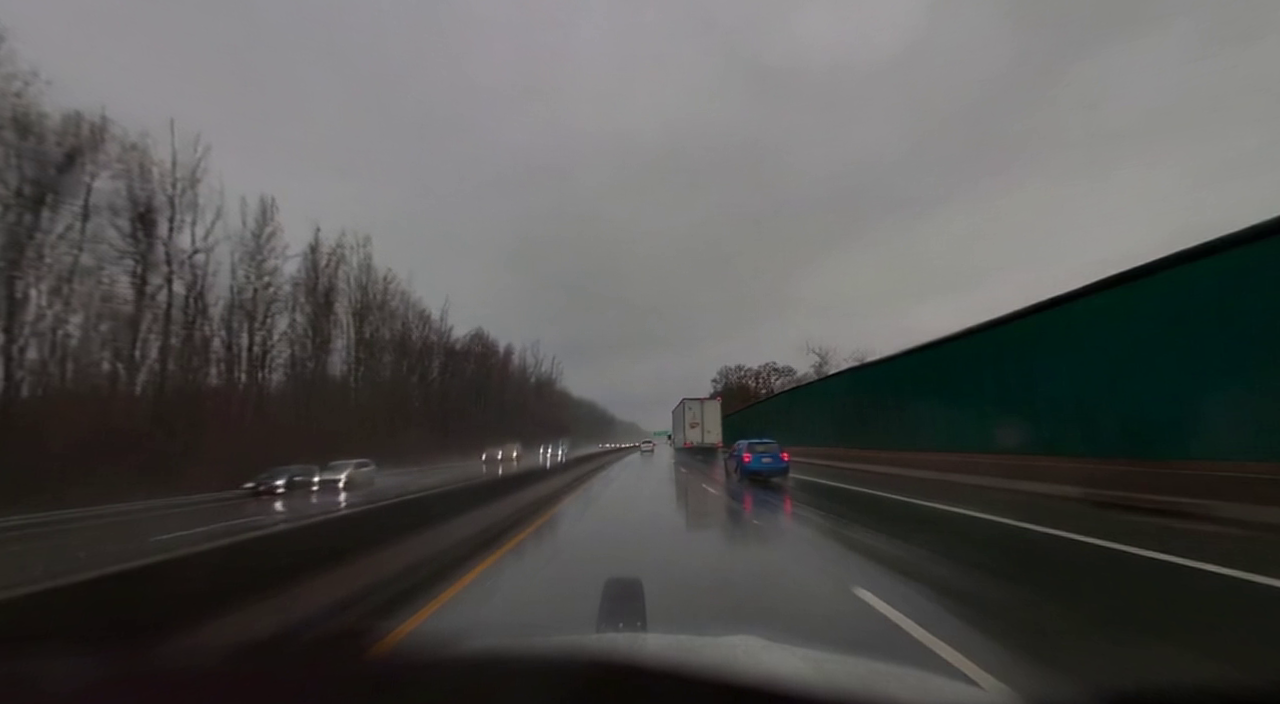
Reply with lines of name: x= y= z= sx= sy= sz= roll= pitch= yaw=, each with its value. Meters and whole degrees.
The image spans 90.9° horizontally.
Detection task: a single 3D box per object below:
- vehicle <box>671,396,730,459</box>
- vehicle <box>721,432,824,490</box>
vehicle: x=4.400 y=6.169 z=49.876 sx=3.255 sy=4.142 sz=16.256 roll=0 pitch=-8 yaw=1
vehicle: x=3.736 y=3.161 z=18.628 sx=2.000 sy=1.473 sz=4.440 roll=0 pitch=-8 yaw=-1
